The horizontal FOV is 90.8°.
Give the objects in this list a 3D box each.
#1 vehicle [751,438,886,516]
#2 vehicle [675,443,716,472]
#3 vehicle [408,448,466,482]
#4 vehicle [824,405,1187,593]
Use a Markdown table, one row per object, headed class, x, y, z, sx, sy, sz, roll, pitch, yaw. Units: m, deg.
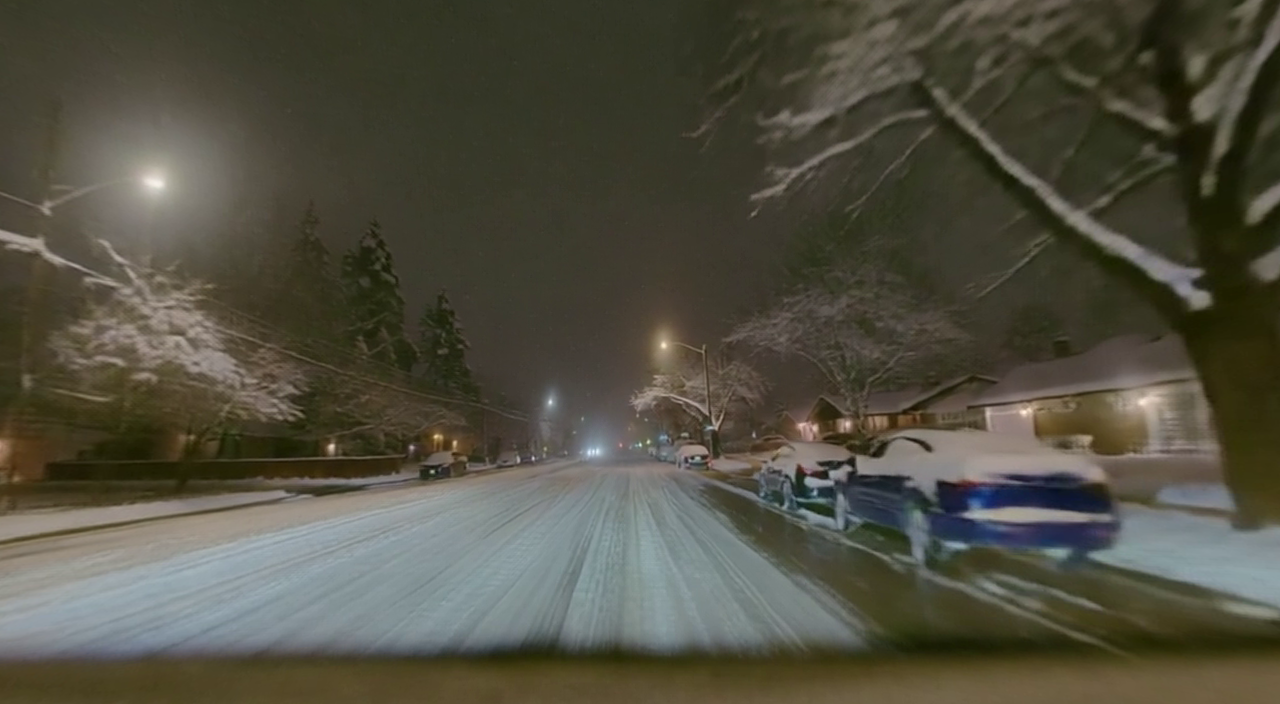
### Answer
| class | x | y | z | sx | sy | sz | roll | pitch | yaw |
| --- | --- | --- | --- | --- | --- | --- | --- | --- | --- |
| vehicle | 3.940 | 2.808 | 14.774 | 1.901 | 1.521 | 4.204 | -1 | -8 | 0 |
| vehicle | 3.378 | 6.502 | 39.312 | 2.007 | 1.657 | 4.362 | 0 | -8 | -2 |
| vehicle | -11.571 | 6.429 | 36.289 | 2.091 | 1.717 | 4.392 | 0 | -8 | -3 |
| vehicle | 4.066 | 1.691 | 8.165 | 1.915 | 1.715 | 4.451 | 0 | -8 | -1 |
